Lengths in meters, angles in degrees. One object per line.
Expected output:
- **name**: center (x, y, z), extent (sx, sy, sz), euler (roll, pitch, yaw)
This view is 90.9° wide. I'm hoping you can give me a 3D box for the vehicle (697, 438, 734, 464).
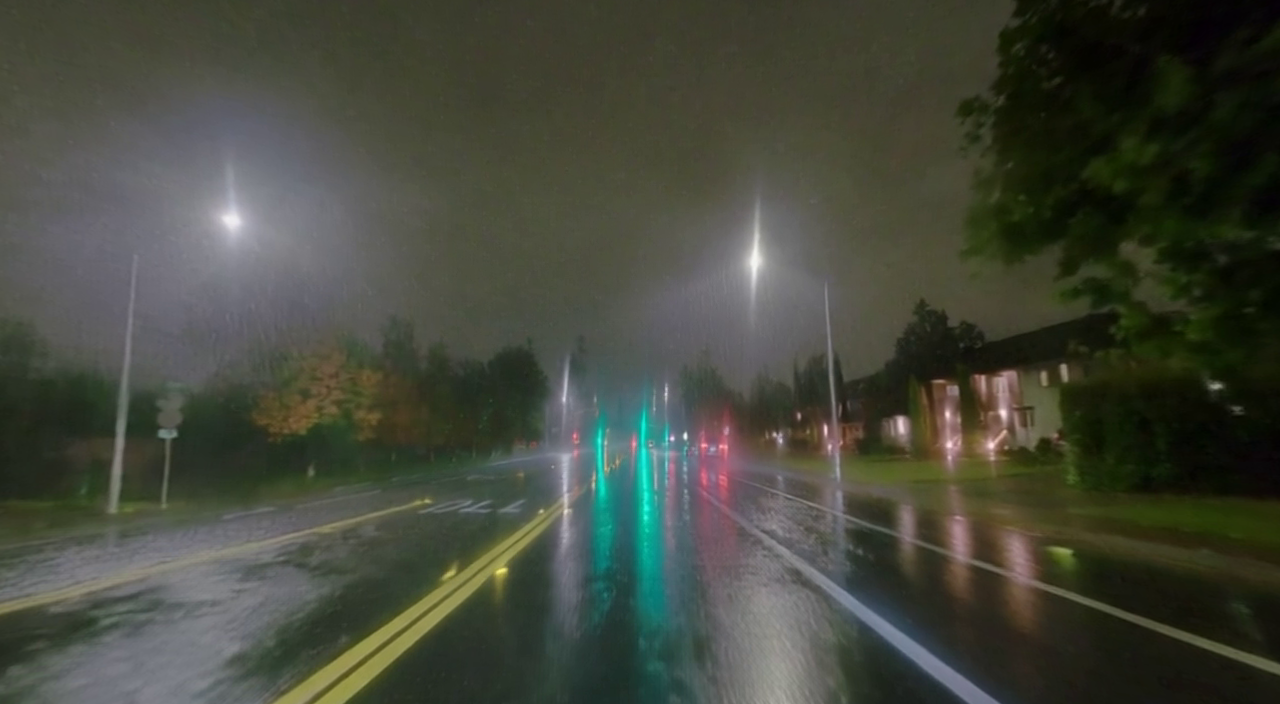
- **vehicle**: center (5.552, 7.343, 46.874), extent (2.160, 1.800, 4.646), euler (0, -8, -1)
